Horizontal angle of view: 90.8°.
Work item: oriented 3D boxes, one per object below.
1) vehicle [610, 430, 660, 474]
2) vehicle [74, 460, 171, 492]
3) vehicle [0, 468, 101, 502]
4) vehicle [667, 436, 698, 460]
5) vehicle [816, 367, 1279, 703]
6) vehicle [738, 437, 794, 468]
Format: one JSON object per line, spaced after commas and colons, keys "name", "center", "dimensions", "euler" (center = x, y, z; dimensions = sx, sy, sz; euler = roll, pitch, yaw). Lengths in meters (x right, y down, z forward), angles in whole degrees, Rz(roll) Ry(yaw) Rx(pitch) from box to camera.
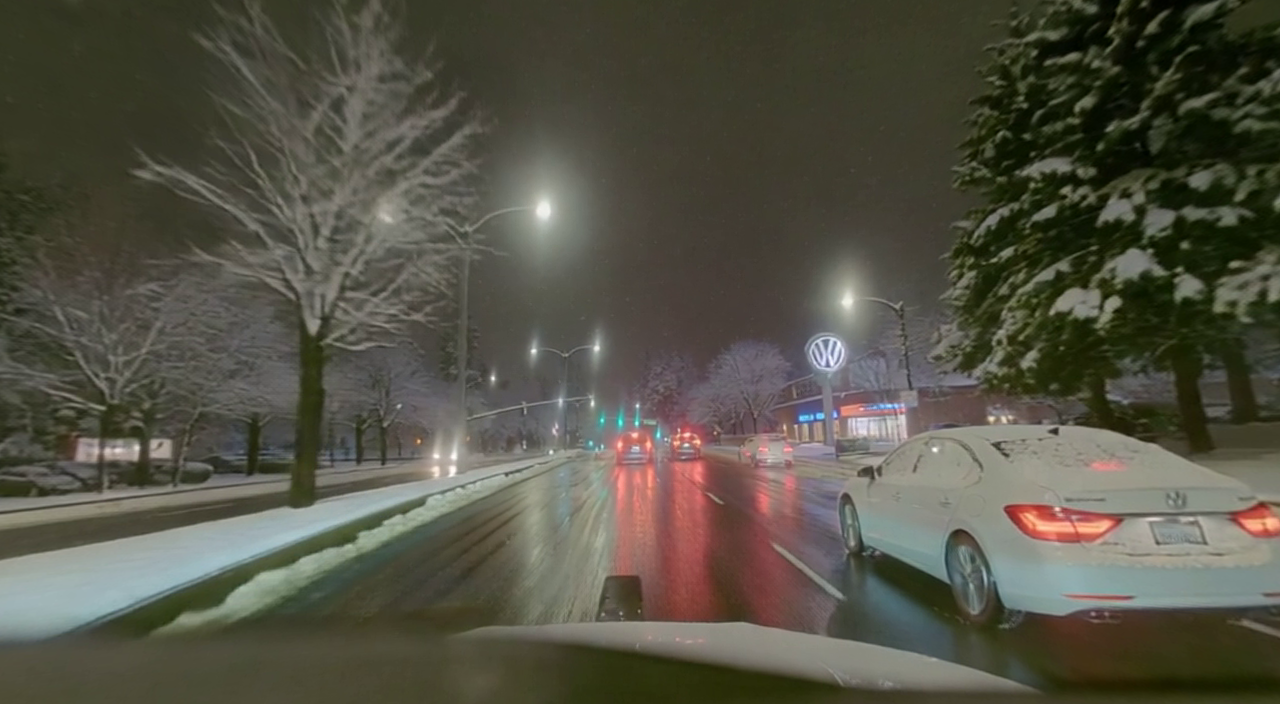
{"name": "vehicle", "center": [-0.222, 4.538, 28.789], "dimensions": [2.106, 1.798, 4.168], "euler": [0, -8, 0]}
{"name": "vehicle", "center": [-30.294, 7.259, 37.057], "dimensions": [4.058, 1.535, 1.826], "euler": [-2, -8, -2]}
{"name": "vehicle", "center": [-29.979, 6.564, 31.246], "dimensions": [4.689, 1.535, 2.042], "euler": [0, -8, -1]}
{"name": "vehicle", "center": [3.172, 7.335, 48.266], "dimensions": [2.000, 1.745, 4.206], "euler": [0, -8, -1]}
{"name": "vehicle", "center": [3.238, 1.226, 5.369], "dimensions": [2.153, 1.658, 4.485], "euler": [0, -8, 0]}
{"name": "vehicle", "center": [6.337, 5.132, 32.264], "dimensions": [1.883, 1.452, 4.258], "euler": [0, -8, -1]}
